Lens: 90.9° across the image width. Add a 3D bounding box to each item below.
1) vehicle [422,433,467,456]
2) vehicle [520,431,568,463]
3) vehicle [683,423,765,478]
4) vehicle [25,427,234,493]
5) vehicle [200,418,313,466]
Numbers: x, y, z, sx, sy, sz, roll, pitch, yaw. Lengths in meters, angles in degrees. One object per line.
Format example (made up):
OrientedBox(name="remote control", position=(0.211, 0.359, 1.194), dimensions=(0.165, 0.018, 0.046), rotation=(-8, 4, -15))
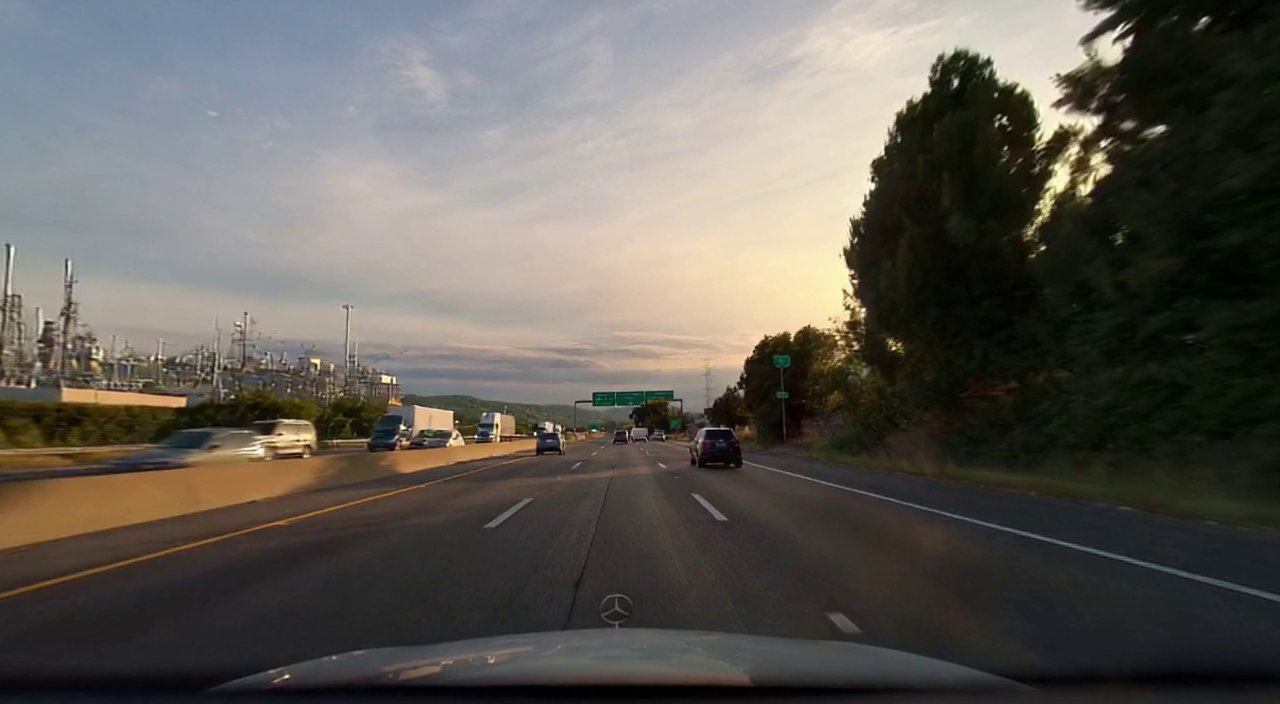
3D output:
OrientedBox(name="vehicle", position=(-12.958, 6.120, 41.946), dimensions=(1.809, 1.454, 4.209), rotation=(0, -8, -2))
OrientedBox(name="vehicle", position=(-4.964, 4.958, 33.102), dimensions=(1.996, 1.518, 4.229), rotation=(0, -8, -2))
OrientedBox(name="vehicle", position=(2.689, 3.265, 21.213), dimensions=(2.022, 1.637, 4.229), rotation=(0, -8, -3))
OrientedBox(name="vehicle", position=(-12.876, 2.724, 16.351), dimensions=(1.858, 1.475, 4.355), rotation=(0, -8, -1))
OrientedBox(name="vehicle", position=(-17.097, 4.050, 28.445), dimensions=(2.151, 1.970, 4.758), rotation=(0, -8, -2))
